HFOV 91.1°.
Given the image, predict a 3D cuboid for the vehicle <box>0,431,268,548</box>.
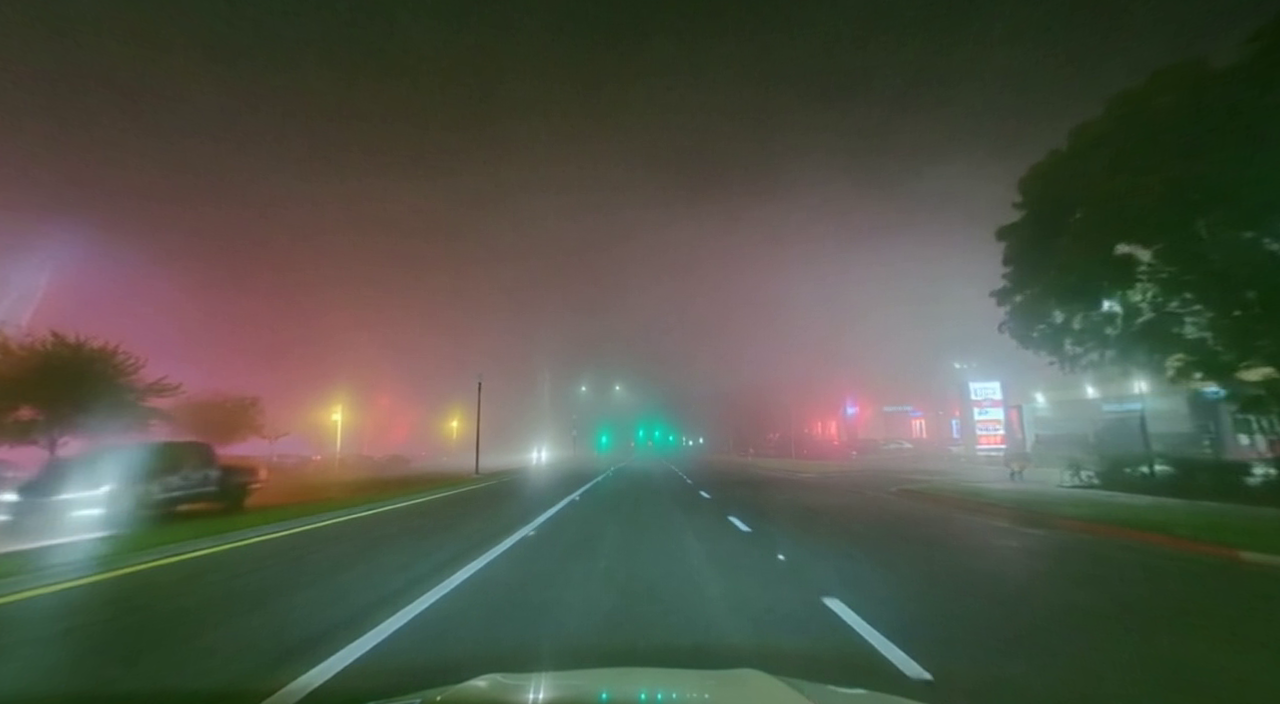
[{"bbox_3d":[-8.828,2.205,10.817,1.961,1.559,4.480,-1,-9,2],"label":"vehicle"}]
